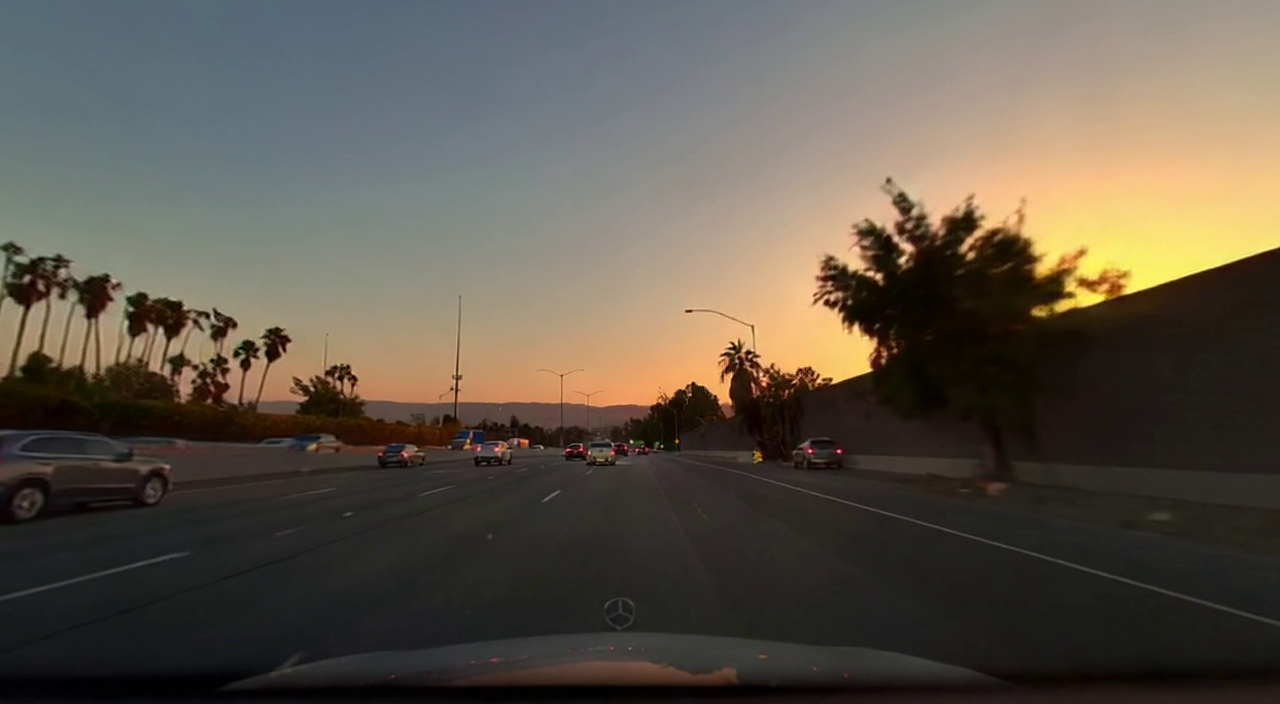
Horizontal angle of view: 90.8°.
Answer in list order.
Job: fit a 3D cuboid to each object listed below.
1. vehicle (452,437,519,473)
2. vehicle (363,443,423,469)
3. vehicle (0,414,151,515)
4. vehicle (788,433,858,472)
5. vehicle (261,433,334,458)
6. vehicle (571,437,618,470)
[{"bbox_3d":[-7.729,5.171,31.991,2.204,1.677,4.438,0,-9,1],"label":"vehicle"},{"bbox_3d":[-15.850,6.676,40.764,1.916,1.610,4.445,0,-9,2],"label":"vehicle"},{"bbox_3d":[-13.044,2.279,12.942,1.986,1.875,4.902,0,-9,1],"label":"vehicle"},{"bbox_3d":[10.272,5.702,36.038,2.302,2.014,5.925,0,-9,1],"label":"vehicle"},{"bbox_3d":[-22.701,6.234,42.144,2.088,1.584,4.774,0,-8,2],"label":"vehicle"},{"bbox_3d":[-2.368,5.455,34.194,2.201,1.672,4.128,0,-9,0],"label":"vehicle"}]
